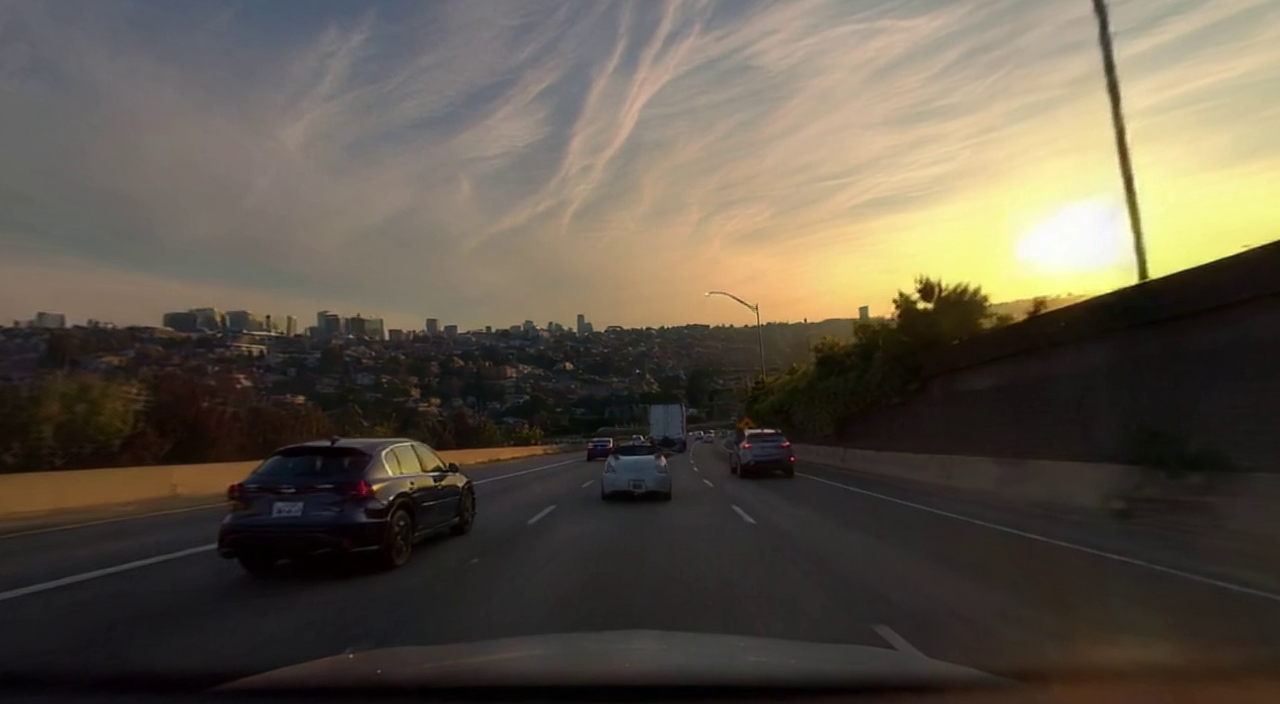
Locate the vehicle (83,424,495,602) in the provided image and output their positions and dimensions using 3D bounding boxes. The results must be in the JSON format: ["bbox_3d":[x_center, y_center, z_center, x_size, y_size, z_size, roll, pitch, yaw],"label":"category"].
[{"bbox_3d":[-3.541,1.740,7.874,2.130,1.474,5.027,-1,-9,2],"label":"vehicle"}]

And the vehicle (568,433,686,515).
[{"bbox_3d":[-0.200,2.527,13.515,2.136,1.470,3.971,-1,-9,1],"label":"vehicle"}]

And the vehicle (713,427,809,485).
[{"bbox_3d":[3.777,3.356,20.641,2.166,1.666,4.618,0,-9,0],"label":"vehicle"}]
